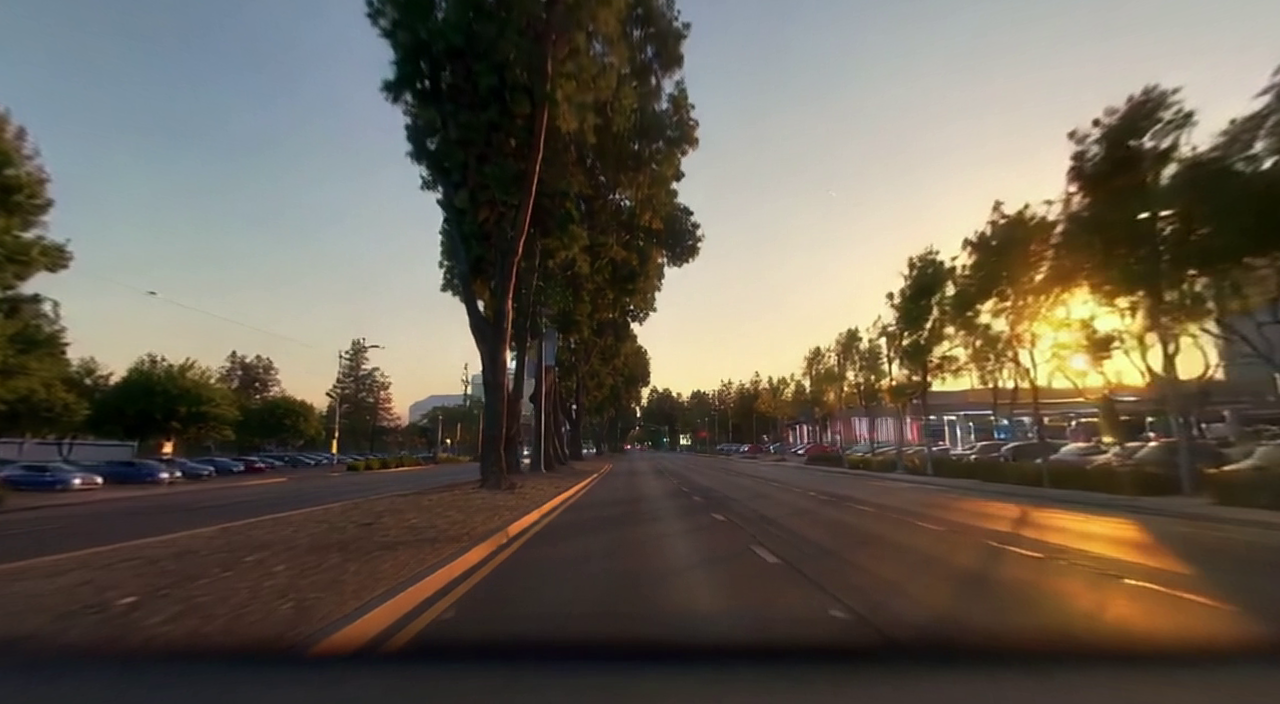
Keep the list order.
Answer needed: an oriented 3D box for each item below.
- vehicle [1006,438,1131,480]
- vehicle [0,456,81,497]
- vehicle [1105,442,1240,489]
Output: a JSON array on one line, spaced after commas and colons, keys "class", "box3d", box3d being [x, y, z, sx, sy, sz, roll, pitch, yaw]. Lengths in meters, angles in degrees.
[{"class": "vehicle", "box3d": [18.288, 4.508, 26.974, 4.788, 1.660, 2.043, 3, -9, -23]}, {"class": "vehicle", "box3d": [-26.806, 5.257, 26.814, 4.193, 1.585, 1.956, 0, -8, 0]}, {"class": "vehicle", "box3d": [17.898, 3.760, 21.214, 4.496, 1.423, 1.700, 4, -10, -27]}]
